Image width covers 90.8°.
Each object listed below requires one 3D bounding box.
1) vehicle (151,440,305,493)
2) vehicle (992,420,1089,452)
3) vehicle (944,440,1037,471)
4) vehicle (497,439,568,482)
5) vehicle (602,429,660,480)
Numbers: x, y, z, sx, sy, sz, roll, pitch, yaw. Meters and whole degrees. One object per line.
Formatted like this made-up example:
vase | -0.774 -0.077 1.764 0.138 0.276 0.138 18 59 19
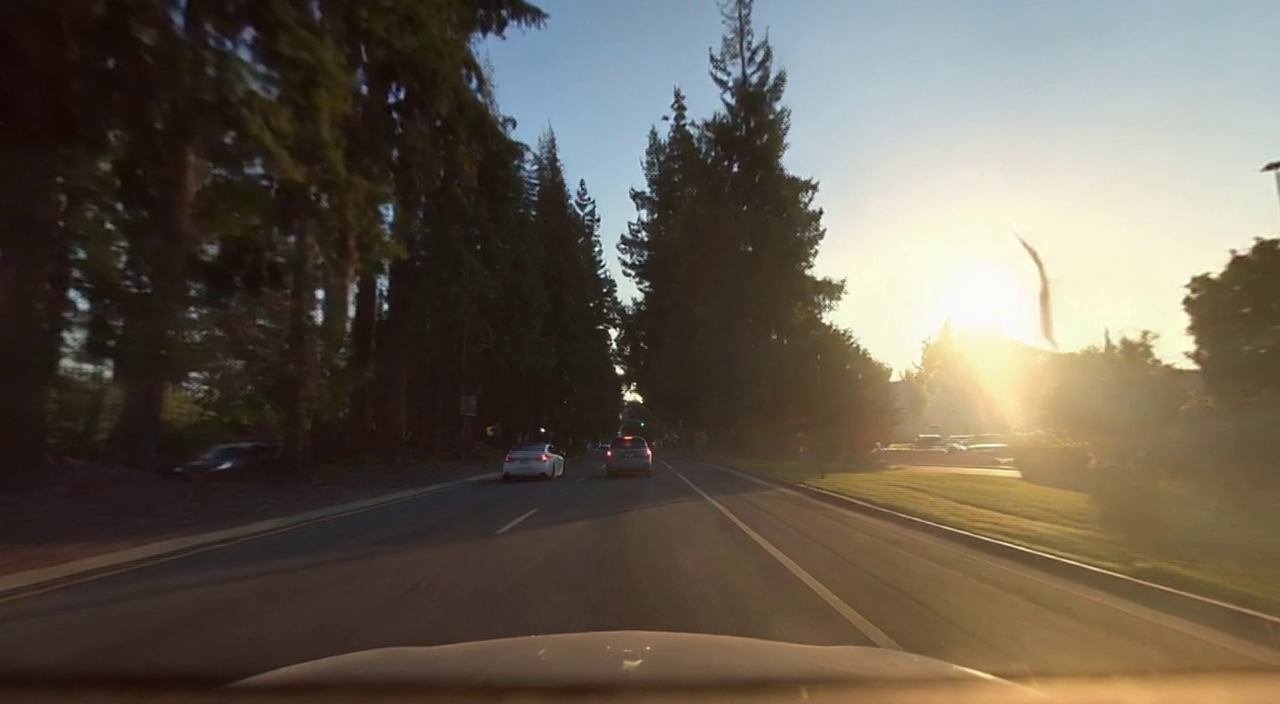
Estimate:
vehicle | -16.422 4.566 25.736 2.306 1.890 5.822 0 -8 0
vehicle | 19.994 4.214 31.648 3.567 1.521 1.879 0 -8 -5
vehicle | 20.875 6.174 37.775 4.387 1.752 1.903 0 -8 -3
vehicle | -3.961 4.075 24.020 1.917 1.448 4.178 0 -8 1
vehicle | -0.348 3.848 23.923 2.018 1.769 3.897 0 -8 -1
